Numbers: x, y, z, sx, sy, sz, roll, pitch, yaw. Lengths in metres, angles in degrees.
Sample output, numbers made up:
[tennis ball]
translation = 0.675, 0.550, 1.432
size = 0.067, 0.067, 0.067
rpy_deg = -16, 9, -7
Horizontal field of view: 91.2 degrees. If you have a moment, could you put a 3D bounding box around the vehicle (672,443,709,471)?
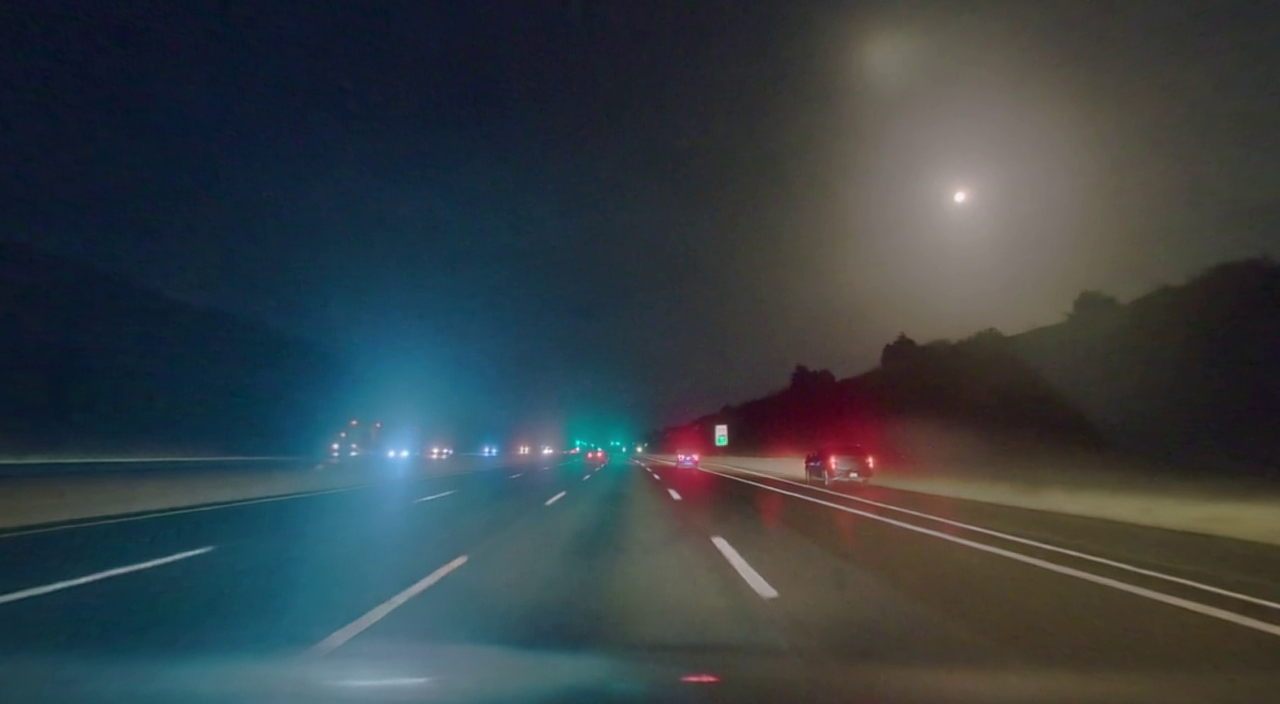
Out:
[vehicle]
translation = 3.039, 6.414, 38.464
size = 1.895, 1.555, 4.030
rpy_deg = 0, -9, 0
